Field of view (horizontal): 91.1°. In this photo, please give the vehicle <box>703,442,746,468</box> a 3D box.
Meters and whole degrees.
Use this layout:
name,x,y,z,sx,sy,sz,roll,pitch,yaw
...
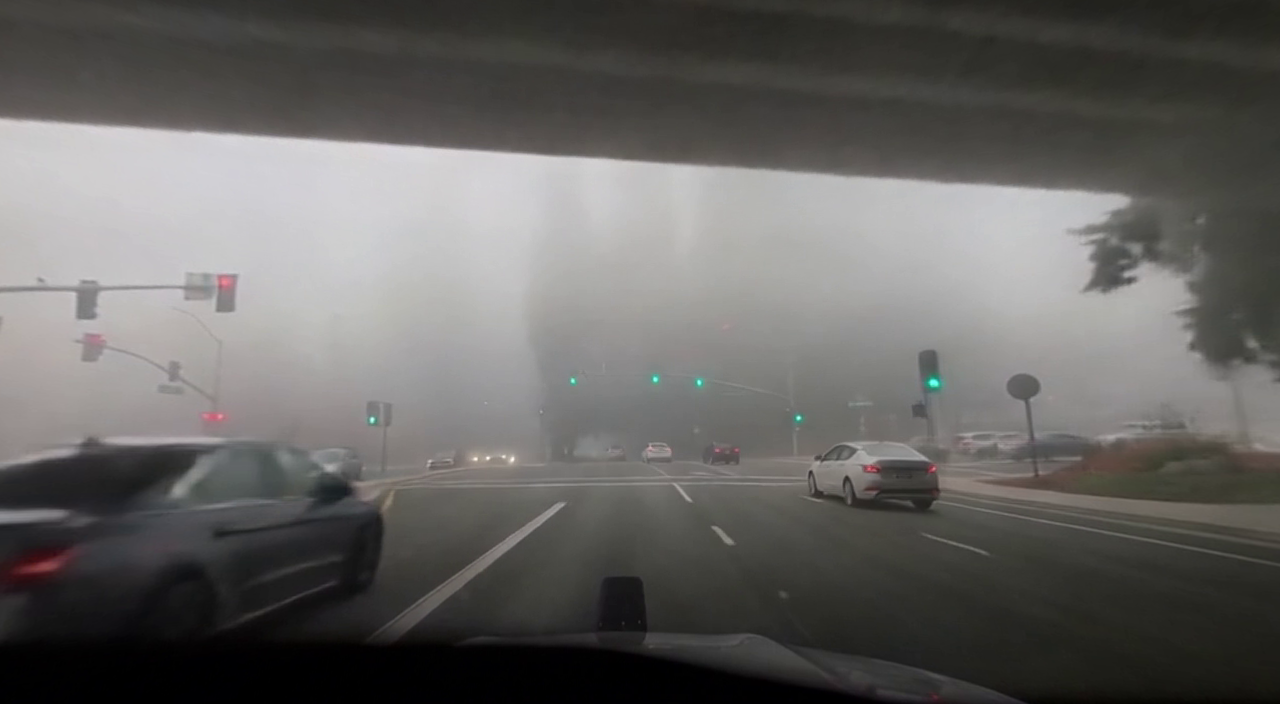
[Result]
name,x,y,z,sx,sy,sz,roll,pitch,yaw
vehicle,5.205,6.376,39.095,1.924,1.527,4.268,0,-8,-2

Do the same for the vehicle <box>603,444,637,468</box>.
name,x,y,z,sx,sy,sz,roll,pitch,yaw
vehicle,-1.269,6.542,39.754,2.026,1.453,3.780,0,-8,-2

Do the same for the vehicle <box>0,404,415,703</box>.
name,x,y,z,sx,sy,sz,roll,pitch,yaw
vehicle,-3.407,1.261,4.400,1.836,1.518,4.727,0,-8,1

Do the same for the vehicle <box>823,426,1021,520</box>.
name,x,y,z,sx,sy,sz,roll,pitch,yaw
vehicle,5.613,2.453,13.305,2.056,1.624,4.498,0,-8,-1

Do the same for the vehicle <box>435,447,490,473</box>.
name,x,y,z,sx,sy,sz,roll,pitch,yaw
vehicle,-11.071,6.754,39.467,1.986,1.505,4.693,0,-8,1
